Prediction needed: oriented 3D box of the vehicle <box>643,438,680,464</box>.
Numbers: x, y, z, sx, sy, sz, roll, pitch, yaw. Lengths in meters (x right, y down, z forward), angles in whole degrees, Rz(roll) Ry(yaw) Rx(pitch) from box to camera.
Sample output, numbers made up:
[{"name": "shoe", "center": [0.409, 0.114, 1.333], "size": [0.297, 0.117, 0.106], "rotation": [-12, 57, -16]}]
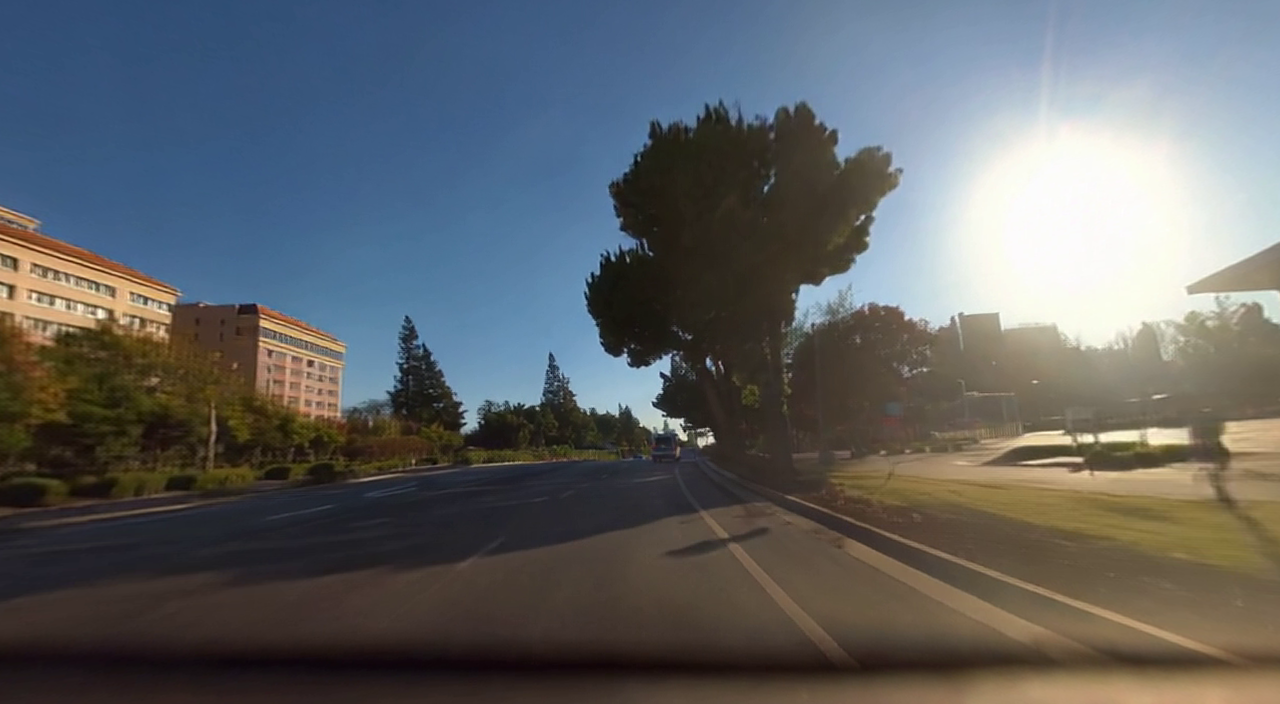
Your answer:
[{"name": "vehicle", "center": [1.601, 7.108, 45.394], "size": [2.370, 1.781, 4.440], "rotation": [-1, -9, 6]}]
